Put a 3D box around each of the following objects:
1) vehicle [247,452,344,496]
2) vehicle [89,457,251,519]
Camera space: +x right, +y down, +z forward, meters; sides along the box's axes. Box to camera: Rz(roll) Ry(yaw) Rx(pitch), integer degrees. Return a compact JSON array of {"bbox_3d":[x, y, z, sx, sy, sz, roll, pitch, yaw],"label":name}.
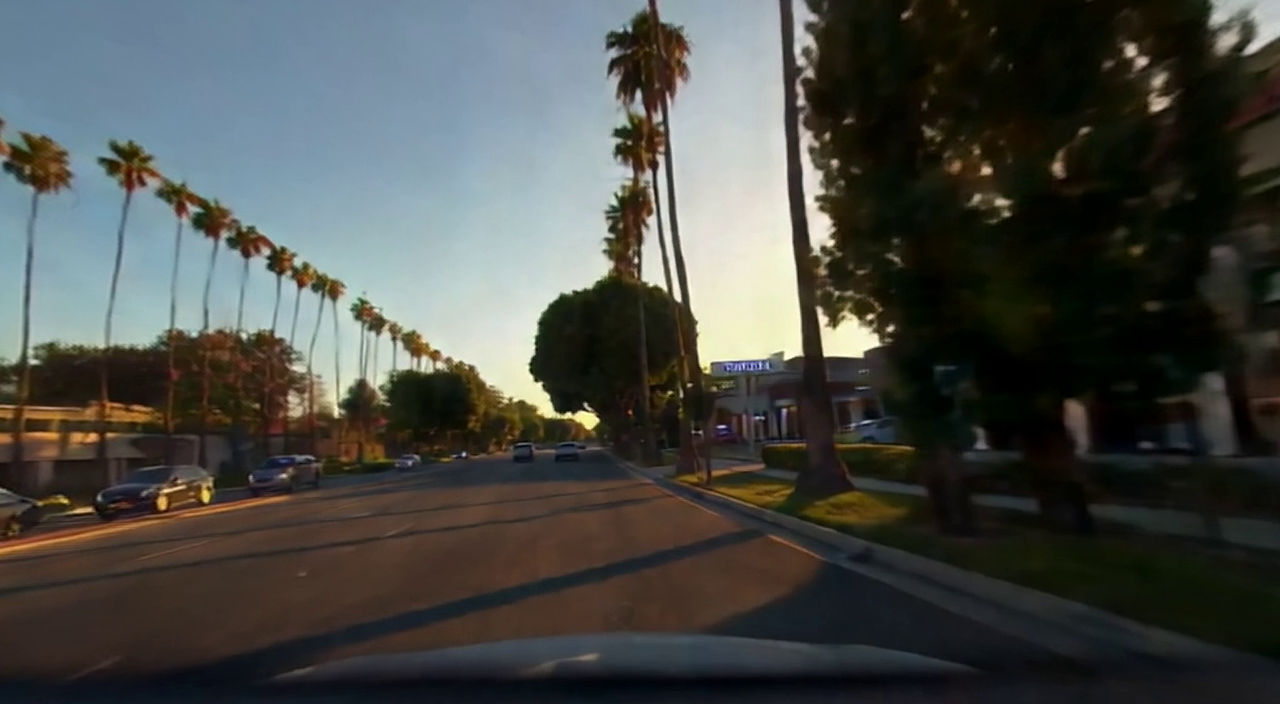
[{"bbox_3d":[-16.348,5.776,30.320,2.306,1.807,4.927,1,-8,-6],"label":"vehicle"},{"bbox_3d":[-15.252,4.370,20.906,2.199,1.696,4.440,1,-8,-6],"label":"vehicle"}]
